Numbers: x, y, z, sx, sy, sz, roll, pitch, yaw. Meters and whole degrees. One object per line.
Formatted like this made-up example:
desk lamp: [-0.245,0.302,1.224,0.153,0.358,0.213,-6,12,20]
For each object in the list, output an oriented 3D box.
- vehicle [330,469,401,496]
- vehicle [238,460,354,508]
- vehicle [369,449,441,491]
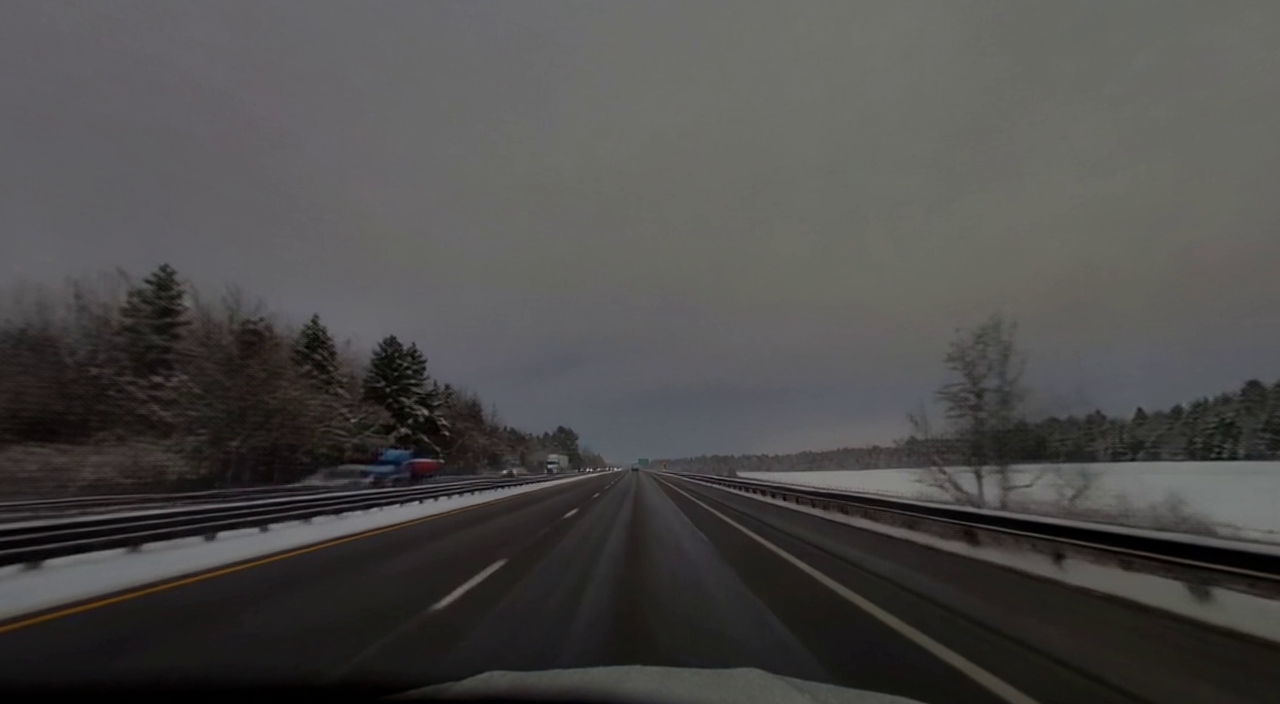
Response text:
vehicle: [-16.392,7.793,37.921,2.063,1.449,4.723,1,-10,0]
vehicle: [-11.578,4.471,21.540,1.784,1.437,3.855,1,-10,0]
vehicle: [-16.444,8.343,44.548,2.614,2.682,5.913,0,-10,2]
